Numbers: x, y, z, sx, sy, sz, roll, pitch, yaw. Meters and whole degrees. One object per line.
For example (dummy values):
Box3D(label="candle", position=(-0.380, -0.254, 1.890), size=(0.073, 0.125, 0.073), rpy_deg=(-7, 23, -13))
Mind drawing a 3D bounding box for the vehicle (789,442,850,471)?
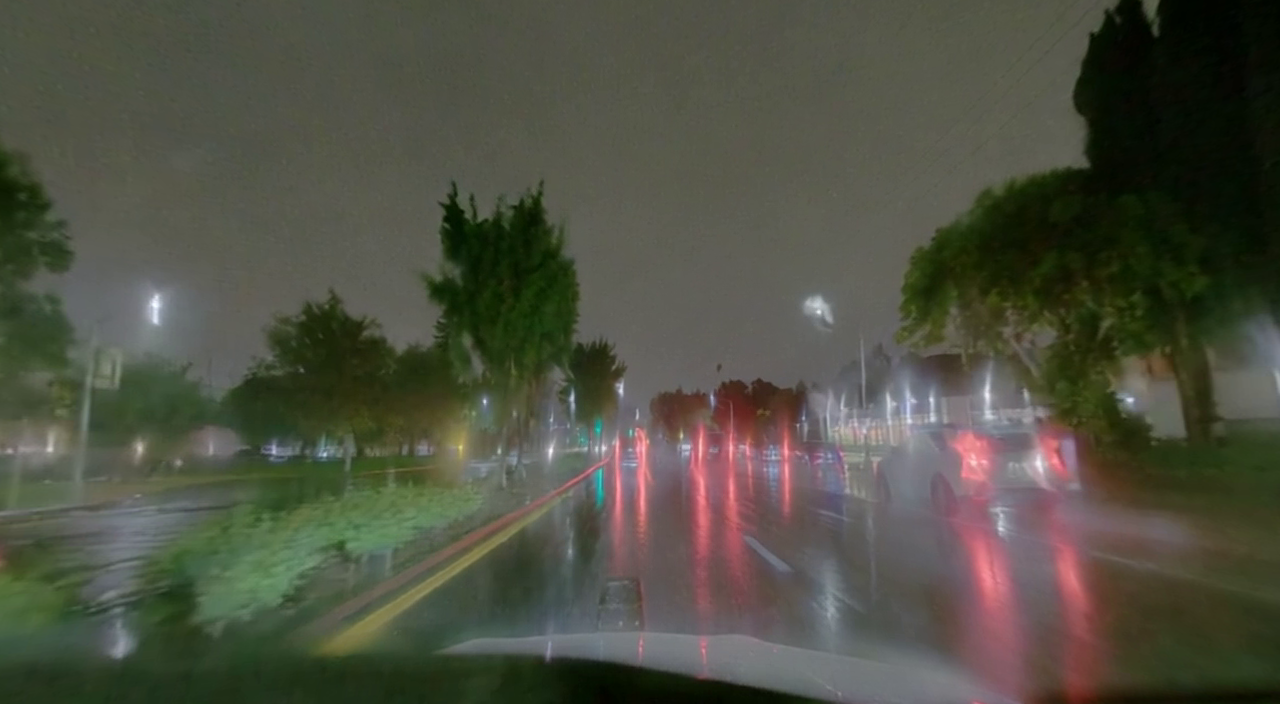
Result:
Box3D(label="vehicle", position=(10.014, 5.861, 35.652), size=(2.021, 1.481, 4.746), rpy_deg=(0, -8, 0))

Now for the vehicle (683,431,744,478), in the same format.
Box3D(label="vehicle", position=(3.056, 4.368, 27.162), size=(1.955, 1.845, 4.538), rpy_deg=(0, -8, -2))

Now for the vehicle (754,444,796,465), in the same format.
Box3D(label="vehicle", position=(9.973, 7.593, 46.971), size=(1.898, 1.475, 4.860), rpy_deg=(0, -8, -2))

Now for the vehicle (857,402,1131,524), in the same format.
Box3D(label="vehicle", position=(6.628, 2.188, 12.950), size=(2.240, 1.923, 5.678), rpy_deg=(0, -8, -1))

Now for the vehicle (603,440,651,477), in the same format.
Box3D(label="vehicle", position=(-0.591, 4.803, 28.785), size=(2.037, 1.568, 3.693), rpy_deg=(0, -8, -1))
